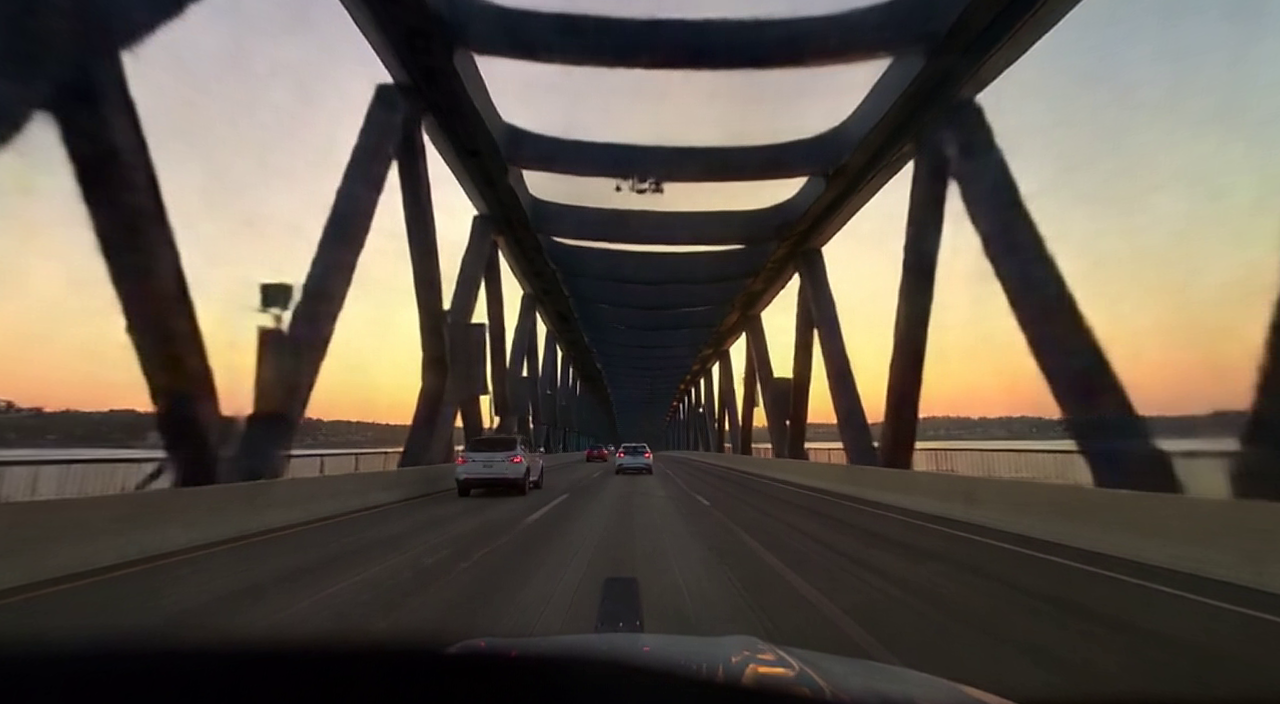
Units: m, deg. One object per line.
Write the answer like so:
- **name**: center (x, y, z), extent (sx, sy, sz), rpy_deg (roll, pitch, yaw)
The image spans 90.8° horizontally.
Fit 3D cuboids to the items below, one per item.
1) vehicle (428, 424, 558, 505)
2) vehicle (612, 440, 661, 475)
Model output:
- **vehicle**: center (-3.620, 2.888, 16.633), extent (2.190, 1.807, 4.741), rpy_deg (-1, -8, 1)
- **vehicle**: center (-0.157, 4.765, 28.699), extent (2.048, 1.450, 3.973), rpy_deg (0, -8, 0)
